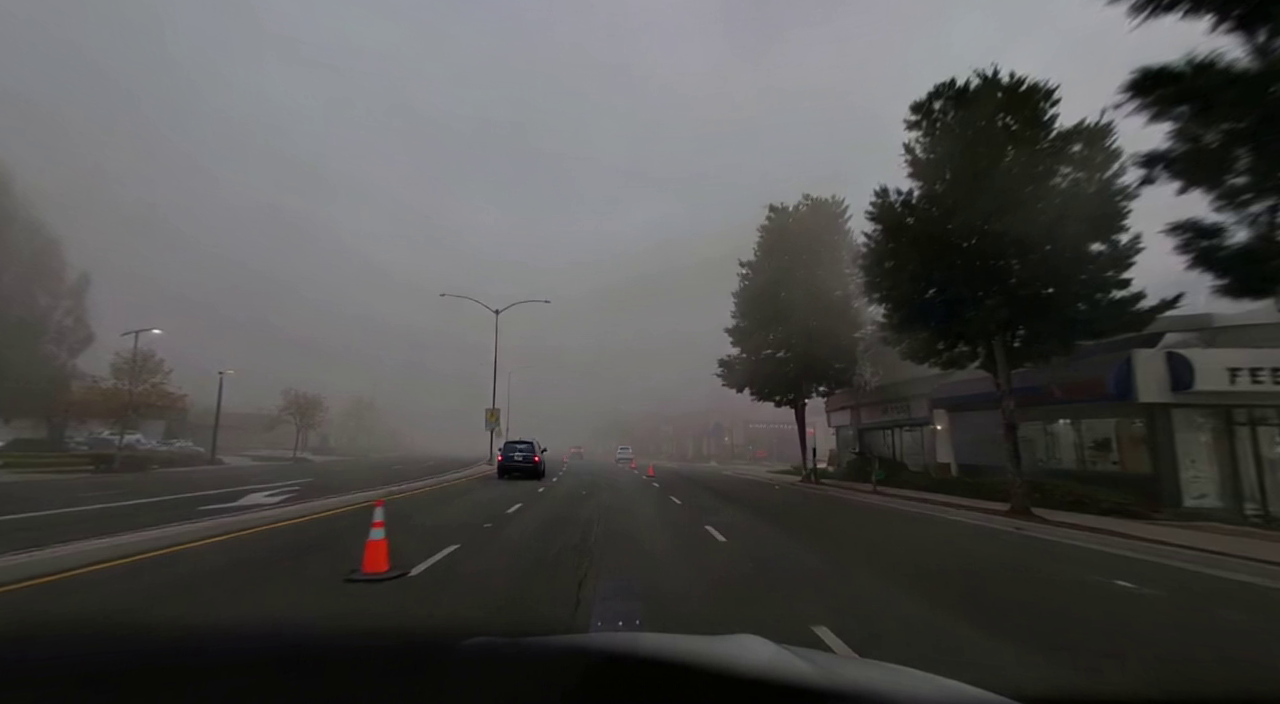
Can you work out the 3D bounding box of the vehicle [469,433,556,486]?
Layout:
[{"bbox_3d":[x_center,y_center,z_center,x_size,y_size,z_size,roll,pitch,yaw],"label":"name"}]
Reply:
[{"bbox_3d":[-4.431,3.822,22.717,2.381,1.721,4.186,0,-9,-2],"label":"vehicle"}]
